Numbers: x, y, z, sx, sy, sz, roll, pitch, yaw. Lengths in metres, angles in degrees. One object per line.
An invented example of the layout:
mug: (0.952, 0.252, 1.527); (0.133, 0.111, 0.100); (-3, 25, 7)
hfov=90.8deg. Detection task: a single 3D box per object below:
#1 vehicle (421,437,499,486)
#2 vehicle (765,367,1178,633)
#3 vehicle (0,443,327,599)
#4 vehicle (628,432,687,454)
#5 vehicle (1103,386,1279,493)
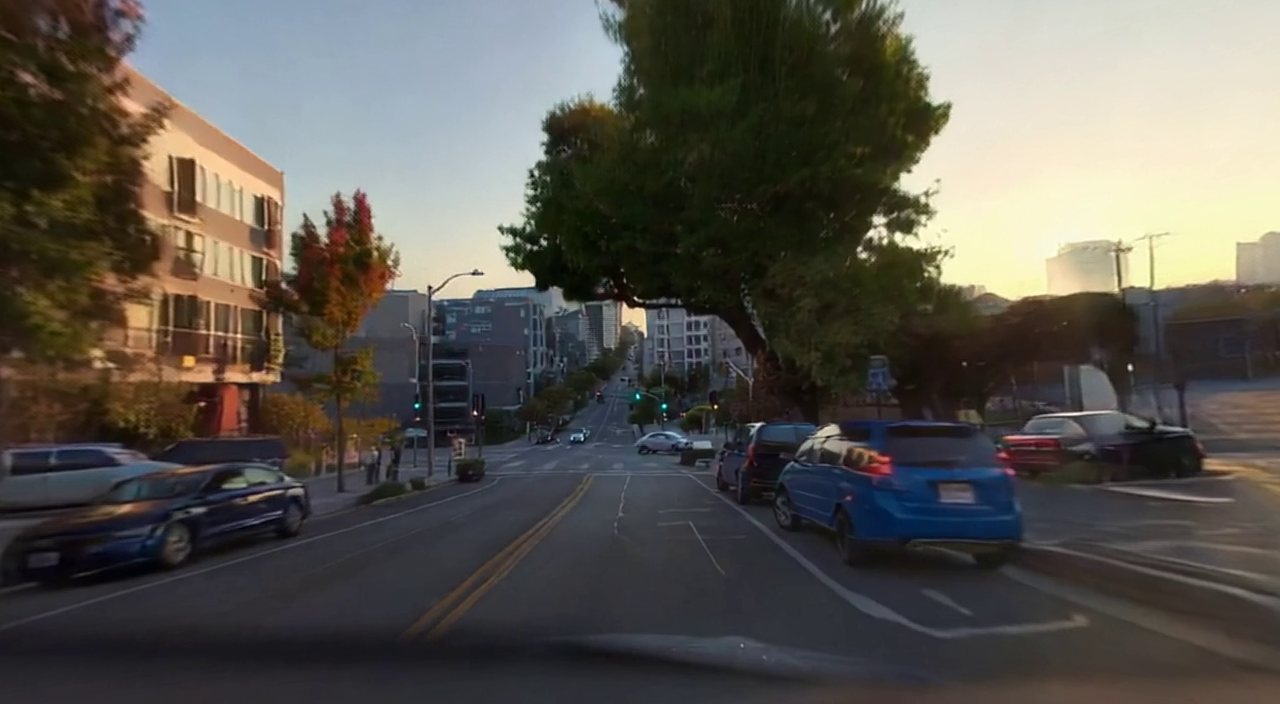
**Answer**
vehicle: (-7.050, 4.322, 25.172); (1.893, 1.758, 4.019); (0, -8, 0)
vehicle: (2.772, 1.371, 6.814); (1.954, 1.845, 4.682); (-1, -8, 1)
vehicle: (-6.652, 2.113, 8.936); (2.033, 1.523, 4.867); (-3, -8, -1)
vehicle: (1.315, 7.116, 49.289); (4.448, 1.599, 1.837); (0, -8, -1)
vehicle: (10.005, 1.457, 10.950); (3.738, 1.566, 1.708); (3, -8, -30)
